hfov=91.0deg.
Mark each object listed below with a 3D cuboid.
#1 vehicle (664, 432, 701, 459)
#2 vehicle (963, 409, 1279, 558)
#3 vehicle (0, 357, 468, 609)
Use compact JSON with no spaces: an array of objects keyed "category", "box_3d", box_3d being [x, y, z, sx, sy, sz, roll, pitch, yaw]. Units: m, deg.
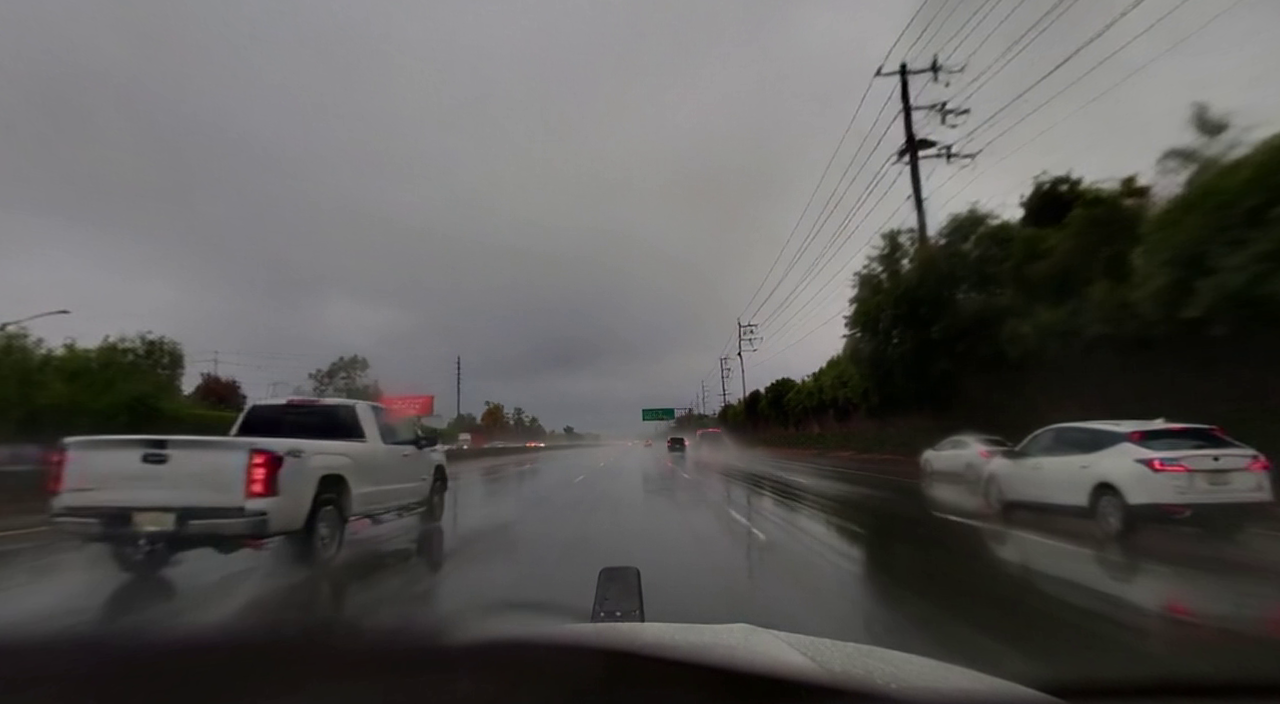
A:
[{"category":"vehicle","box_3d":[3.320,7.424,49.970,2.484,2.024,5.265,0,-8,-1]},{"category":"vehicle","box_3d":[6.961,1.794,9.307,1.976,1.646,4.370,0,-8,-1]},{"category":"vehicle","box_3d":[-4.381,1.500,8.229,2.508,2.023,6.176,0,-8,0]}]
